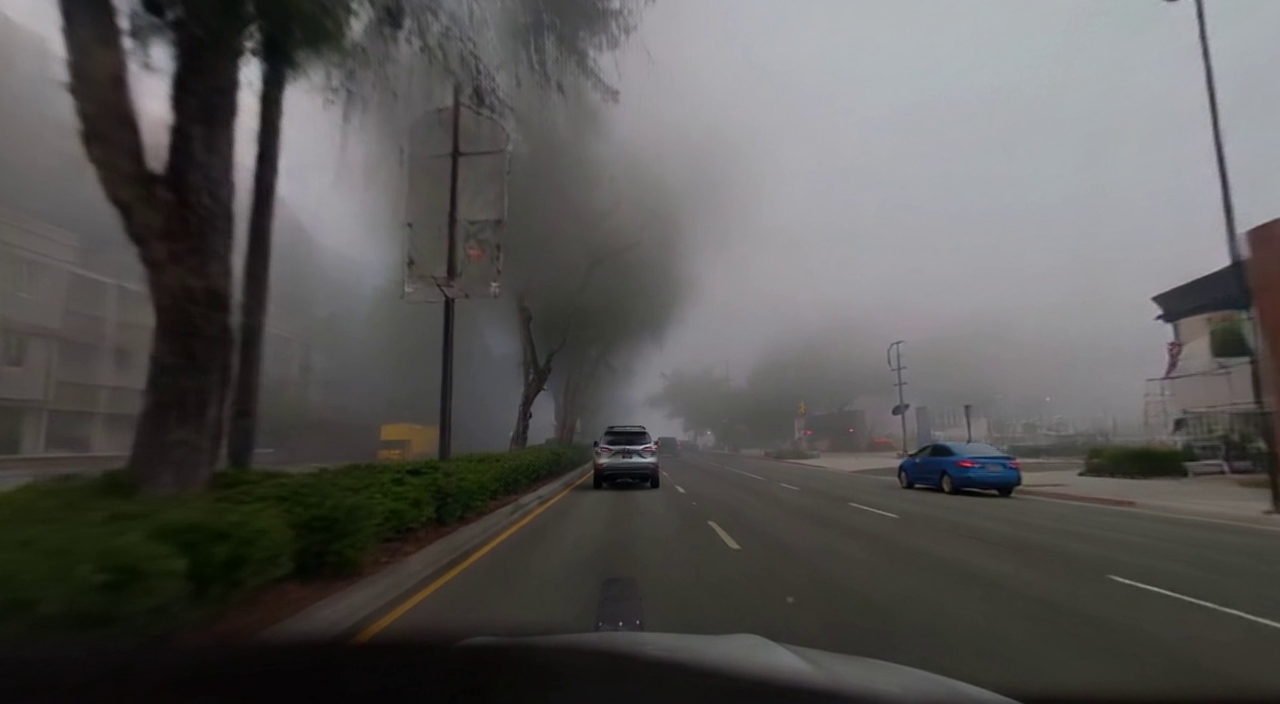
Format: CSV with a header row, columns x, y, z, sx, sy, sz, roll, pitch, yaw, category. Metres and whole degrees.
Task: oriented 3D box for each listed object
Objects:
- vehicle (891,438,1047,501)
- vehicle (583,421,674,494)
x,y,z,sx,sy,sz,roll,pitch,yaw,category
8.642,3.109,17.193,2.002,1.456,4.631,-1,-9,4,vehicle
-0.314,2.943,17.885,2.277,1.816,4.192,0,-9,-1,vehicle
